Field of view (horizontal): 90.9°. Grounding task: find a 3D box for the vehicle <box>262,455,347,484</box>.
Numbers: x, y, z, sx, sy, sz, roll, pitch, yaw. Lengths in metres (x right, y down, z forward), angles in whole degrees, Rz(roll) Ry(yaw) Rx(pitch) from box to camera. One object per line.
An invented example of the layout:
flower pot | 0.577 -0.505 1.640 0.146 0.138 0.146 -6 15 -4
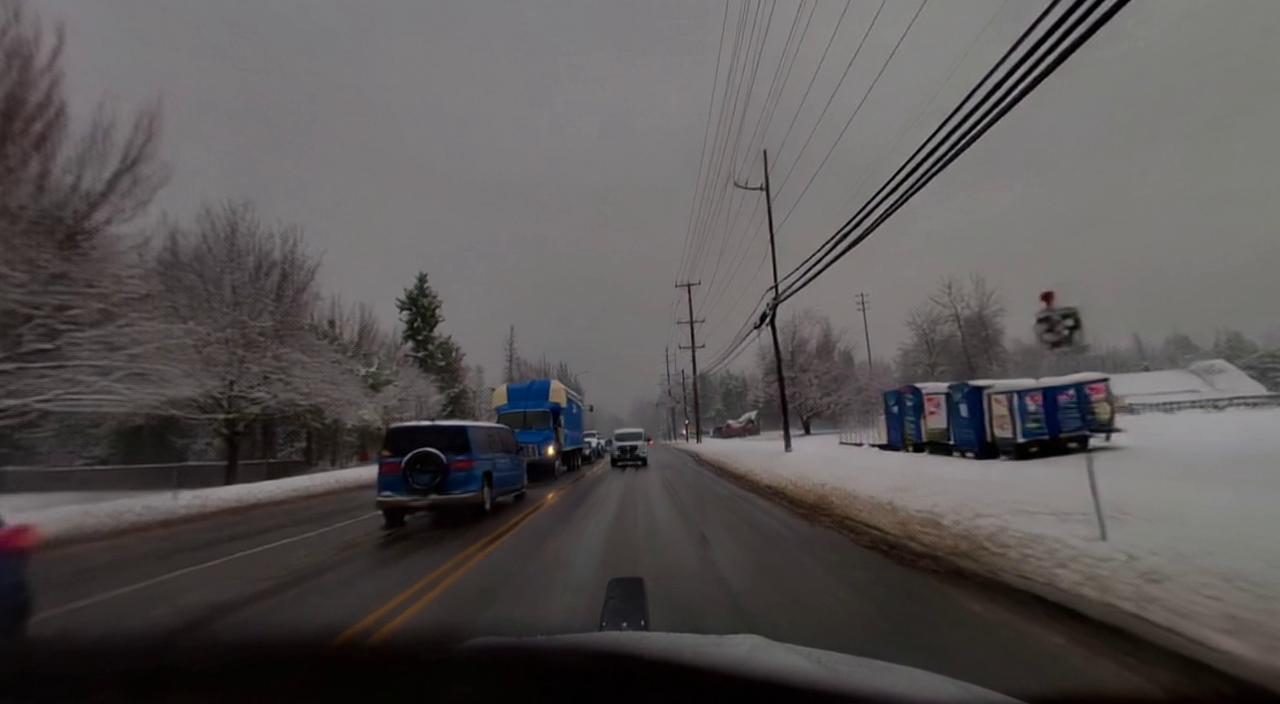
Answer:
vehicle | -22.693 7.928 42.733 1.833 1.755 4.668 -8 -11 41

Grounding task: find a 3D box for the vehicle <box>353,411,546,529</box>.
vehicle | -3.358 2.199 12.343 2.187 1.821 4.748 -1 -8 1

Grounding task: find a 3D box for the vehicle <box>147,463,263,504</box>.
vehicle | -18.605 5.612 27.216 1.837 1.485 4.231 -1 -8 2

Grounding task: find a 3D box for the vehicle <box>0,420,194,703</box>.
vehicle | -3.460 0.832 1.186 1.966 1.466 4.473 0 -8 0

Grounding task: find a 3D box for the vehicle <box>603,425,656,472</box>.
vehicle | -0.466 4.187 27.552 2.117 1.861 4.095 0 -8 -1

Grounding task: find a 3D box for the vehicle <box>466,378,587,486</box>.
vehicle | -3.895 3.064 23.837 3.120 3.393 7.945 0 -8 0
